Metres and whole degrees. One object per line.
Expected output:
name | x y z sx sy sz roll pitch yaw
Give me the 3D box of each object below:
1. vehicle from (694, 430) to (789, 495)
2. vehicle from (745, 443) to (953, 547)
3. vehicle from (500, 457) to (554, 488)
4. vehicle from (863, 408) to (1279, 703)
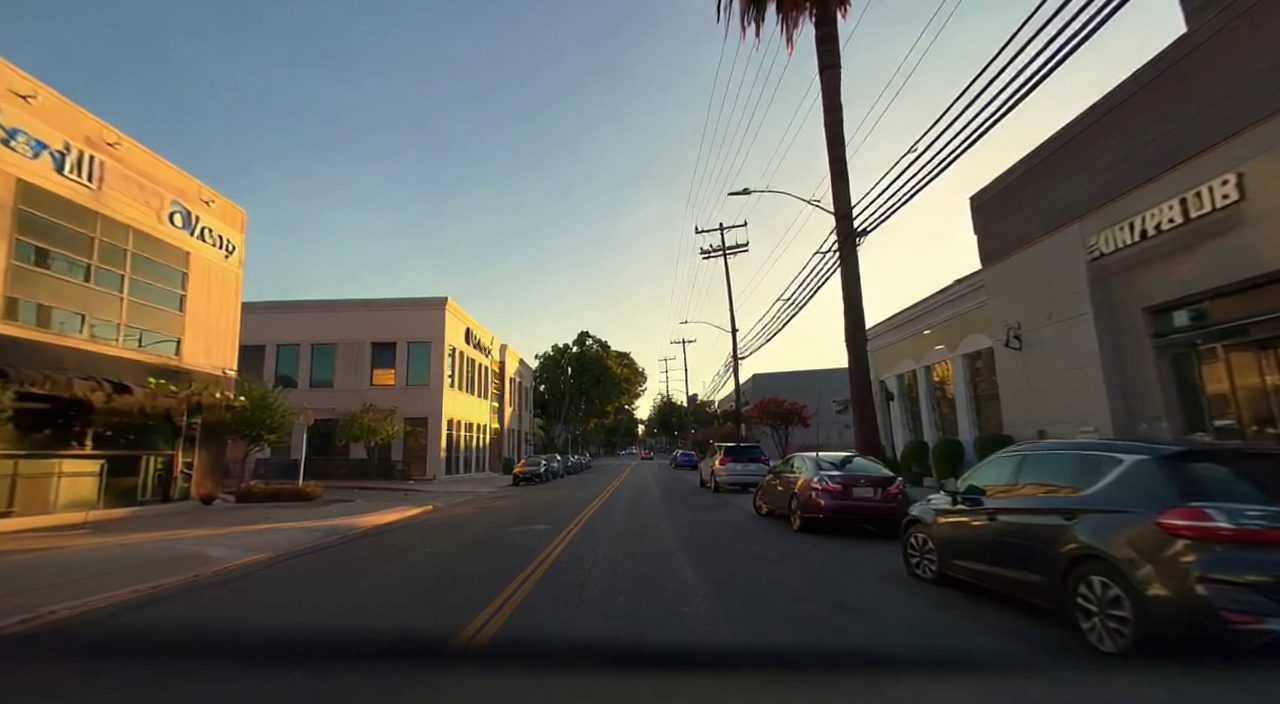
vehicle | 3.632 4.134 24.021 2.485 2.123 6.029 0 -8 -1
vehicle | 3.530 2.490 11.844 2.060 1.513 4.741 0 -8 -3
vehicle | -6.001 6.435 34.030 1.982 1.453 4.577 0 -8 1
vehicle | 3.672 1.346 4.921 1.961 1.546 4.857 0 -8 -2
